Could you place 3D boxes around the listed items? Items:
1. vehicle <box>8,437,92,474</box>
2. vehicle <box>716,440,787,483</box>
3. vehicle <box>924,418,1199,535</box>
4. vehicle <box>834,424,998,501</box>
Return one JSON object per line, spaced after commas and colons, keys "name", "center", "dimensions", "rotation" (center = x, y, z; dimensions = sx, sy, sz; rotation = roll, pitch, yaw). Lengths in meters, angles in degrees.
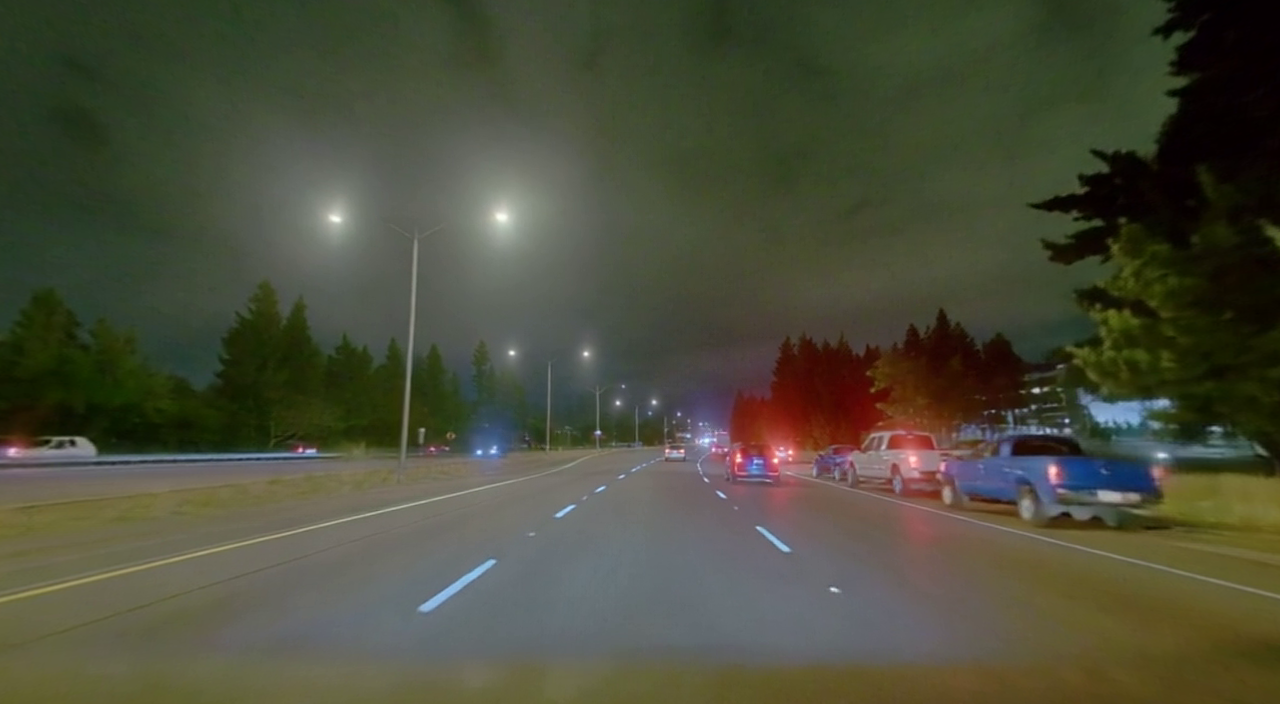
{"name": "vehicle", "center": [-27.480, 4.793, 29.314], "dimensions": [4.266, 1.583, 2.078], "rotation": [-7, -11, 38]}
{"name": "vehicle", "center": [4.212, 4.202, 24.499], "dimensions": [1.981, 1.499, 4.536], "rotation": [0, -8, 1]}
{"name": "vehicle", "center": [7.637, 2.283, 12.214], "dimensions": [2.104, 1.801, 4.628], "rotation": [0, -8, 0]}
{"name": "vehicle", "center": [8.218, 3.368, 19.770], "dimensions": [2.410, 1.997, 6.477], "rotation": [0, -8, 2]}
